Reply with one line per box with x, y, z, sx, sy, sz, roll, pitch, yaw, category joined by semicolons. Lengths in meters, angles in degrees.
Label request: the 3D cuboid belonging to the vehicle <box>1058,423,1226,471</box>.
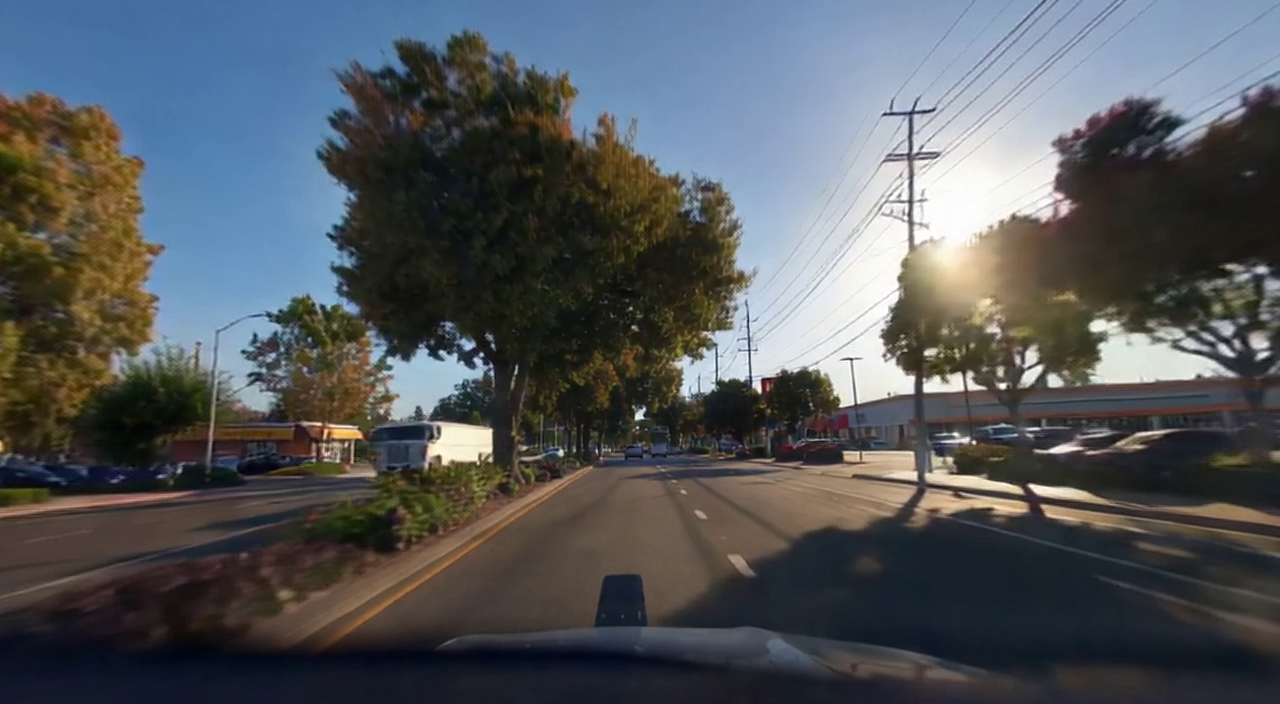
17.843;3.411;22.633;4.264;1.428;1.822;-4;-10;5;vehicle

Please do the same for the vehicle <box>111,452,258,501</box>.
-17.340;4.718;24.423;2.091;1.656;4.626;-1;-9;3;vehicle

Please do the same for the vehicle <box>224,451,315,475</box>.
-29.048;8.733;49.618;5.699;1.782;2.271;-1;-9;2;vehicle

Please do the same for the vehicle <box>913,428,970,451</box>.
22.958;6.756;48.367;2.113;1.582;4.559;-1;-9;0;vehicle

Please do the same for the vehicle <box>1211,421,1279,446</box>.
41.405;5.474;42.210;2.066;1.575;4.483;0;-9;-3;vehicle

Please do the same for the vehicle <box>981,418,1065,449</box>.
28.431;6.158;47.198;2.346;2.093;6.071;-1;-8;-1;vehicle

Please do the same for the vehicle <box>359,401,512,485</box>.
-9.066;4.412;30.486;3.241;3.133;12.822;0;-9;-1;vehicle

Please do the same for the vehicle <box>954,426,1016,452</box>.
25.413;6.443;46.699;2.012;1.772;4.458;-1;-9;0;vehicle
